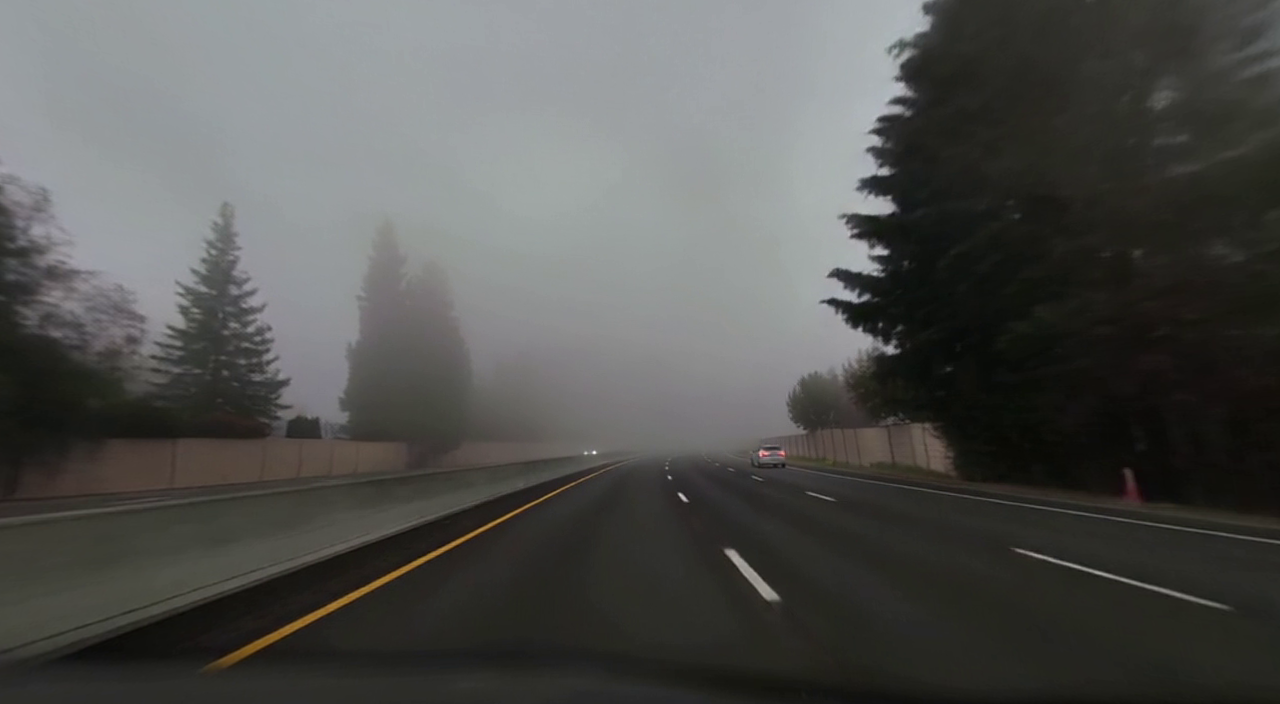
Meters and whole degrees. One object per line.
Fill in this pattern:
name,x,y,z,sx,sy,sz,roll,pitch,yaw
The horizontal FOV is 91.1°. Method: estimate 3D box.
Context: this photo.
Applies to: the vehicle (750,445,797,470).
vehicle,8.496,6.734,40.429,1.983,1.486,4.545,-1,-9,0
